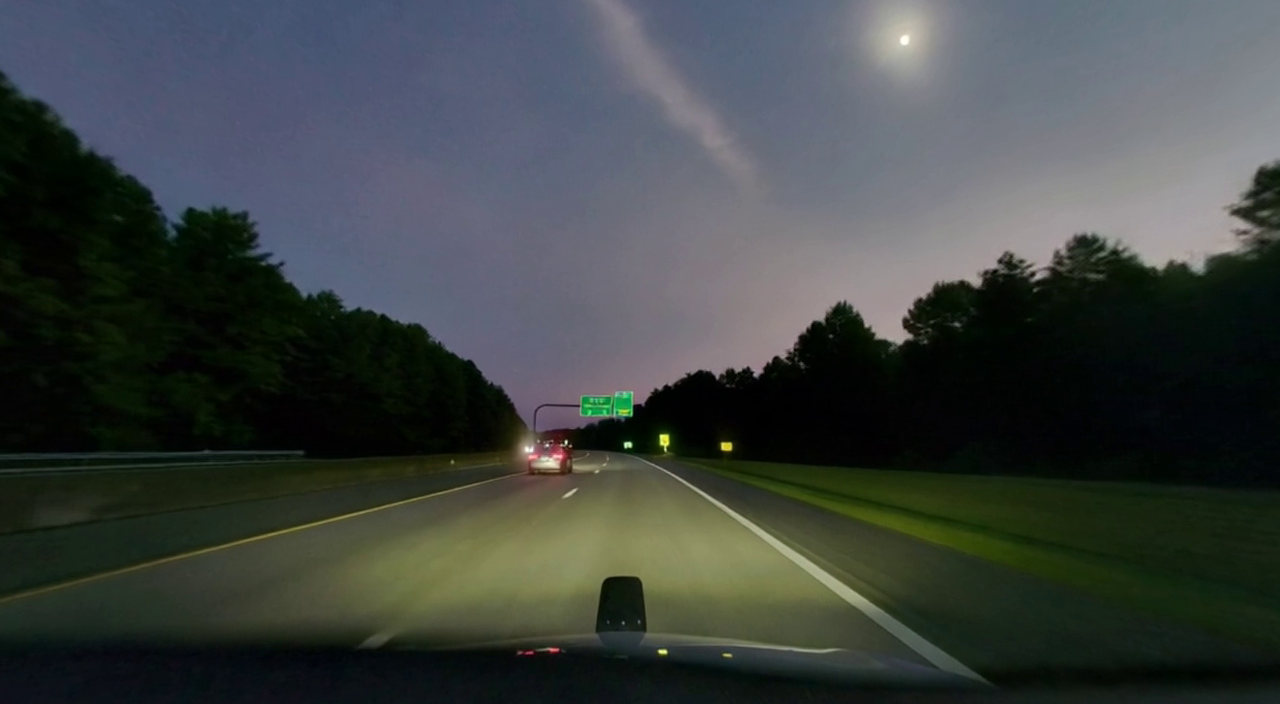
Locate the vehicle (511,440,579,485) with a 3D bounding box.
[{"bbox_3d":[-3.469,4.113,23.760,1.990,1.532,3.911,0,-9,0],"label":"vehicle"}]
